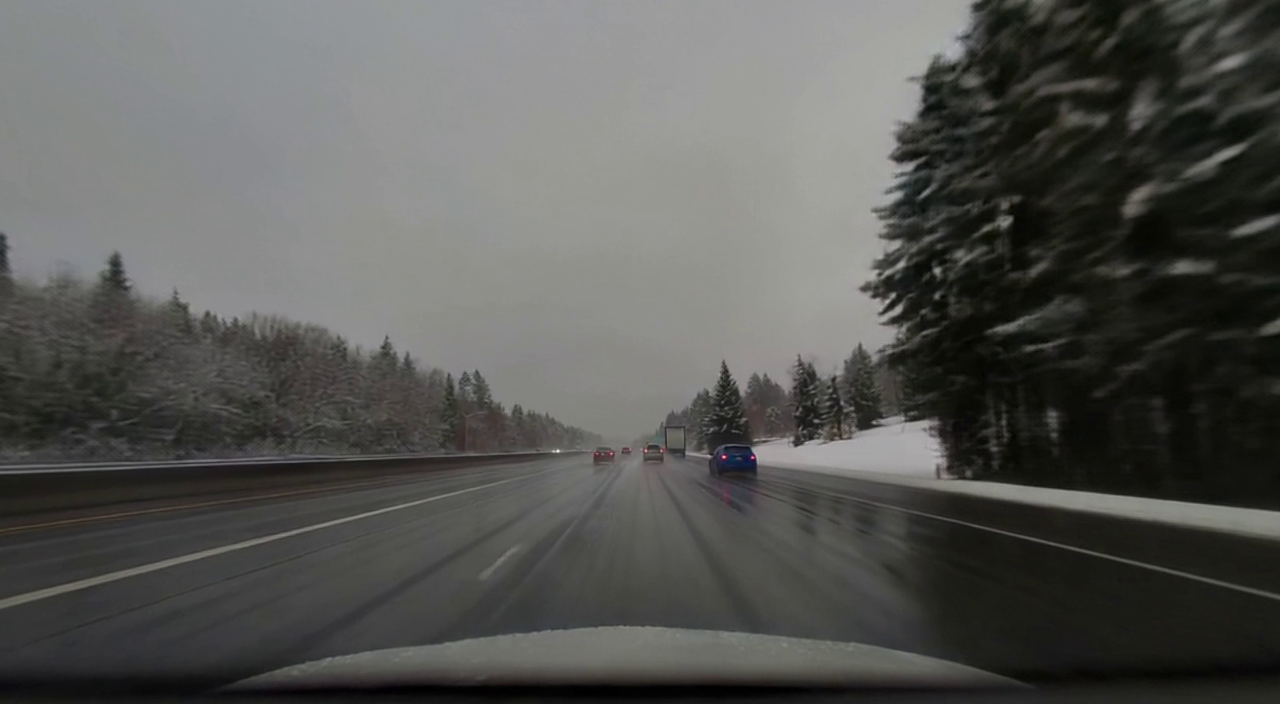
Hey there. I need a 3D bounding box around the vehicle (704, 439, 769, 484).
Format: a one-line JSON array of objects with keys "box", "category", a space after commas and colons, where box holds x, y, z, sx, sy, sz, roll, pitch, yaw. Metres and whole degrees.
[{"box": [4.017, 4.646, 26.989, 2.082, 1.720, 4.393, 0, -9, 0], "category": "vehicle"}]

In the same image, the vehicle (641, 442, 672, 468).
[{"box": [1.153, 7.533, 46.102, 2.205, 1.785, 4.423, 0, -9, 0], "category": "vehicle"}]
